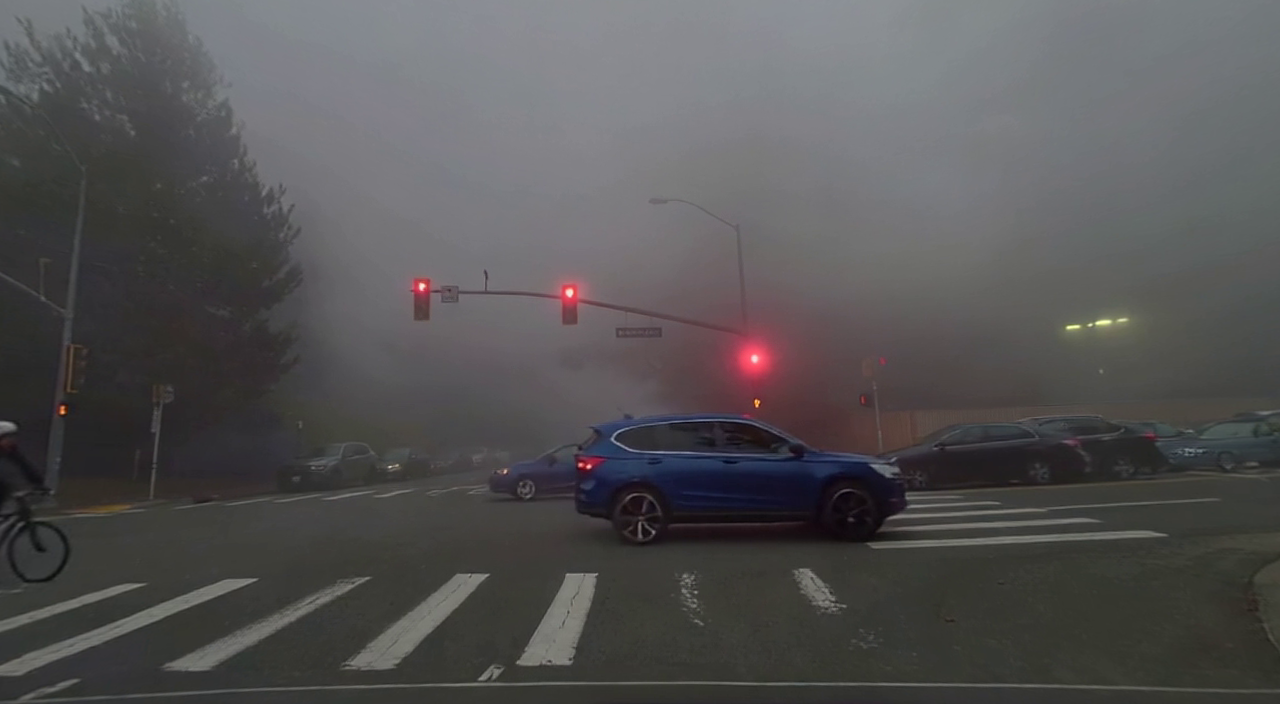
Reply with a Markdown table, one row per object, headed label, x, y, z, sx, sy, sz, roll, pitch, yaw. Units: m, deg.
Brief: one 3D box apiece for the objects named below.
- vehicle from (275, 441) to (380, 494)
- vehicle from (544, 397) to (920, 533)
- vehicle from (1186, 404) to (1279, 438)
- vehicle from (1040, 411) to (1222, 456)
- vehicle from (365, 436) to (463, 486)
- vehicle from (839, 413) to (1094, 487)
| label | x | y | z | sx | sy | sz | roll | pitch | yaw |
| --- | --- | --- | --- | --- | --- | --- | --- | --- | --- |
| vehicle | -13.729 | 5.056 | 28.147 | 2.251 | 1.957 | 4.968 | -4 | -9 | -1 |
| vehicle | 1.278 | 1.748 | 9.840 | 5.122 | 1.781 | 2.098 | -2 | -9 | 6 |
| vehicle | 34.911 | 4.015 | 36.641 | 4.326 | 1.511 | 1.725 | -8 | -9 | 17 |
| vehicle | 16.961 | 2.904 | 22.106 | 4.560 | 1.453 | 1.851 | -3 | -9 | 18 |
| vehicle | -10.172 | 4.949 | 29.056 | 2.475 | 1.940 | 5.702 | -3 | -9 | 0 |
| vehicle | 6.724 | 2.143 | 13.530 | 4.385 | 1.419 | 1.855 | -1 | -12 | 7 |
